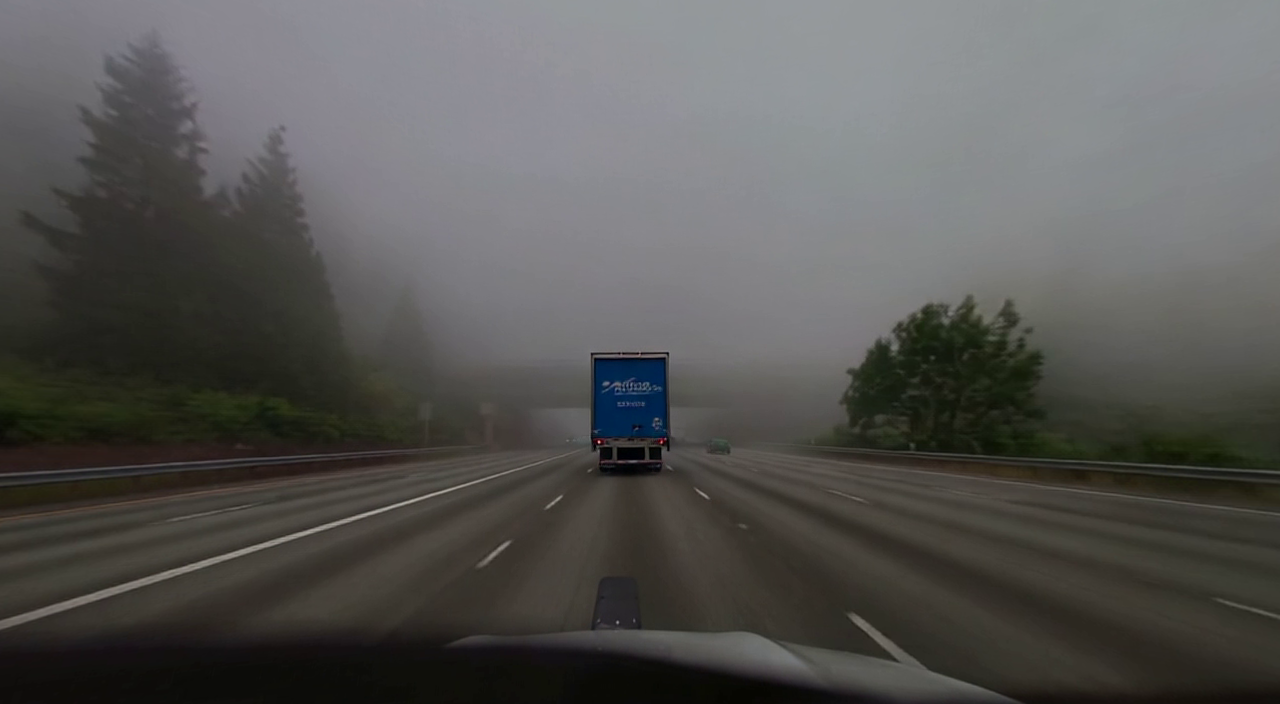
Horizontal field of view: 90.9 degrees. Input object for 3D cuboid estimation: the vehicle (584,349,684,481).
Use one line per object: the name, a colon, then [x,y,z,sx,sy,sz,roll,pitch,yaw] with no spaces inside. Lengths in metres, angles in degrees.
vehicle: [-0.424,2.500,23.555,2.895,3.861,10.213,0,-8,-3]
